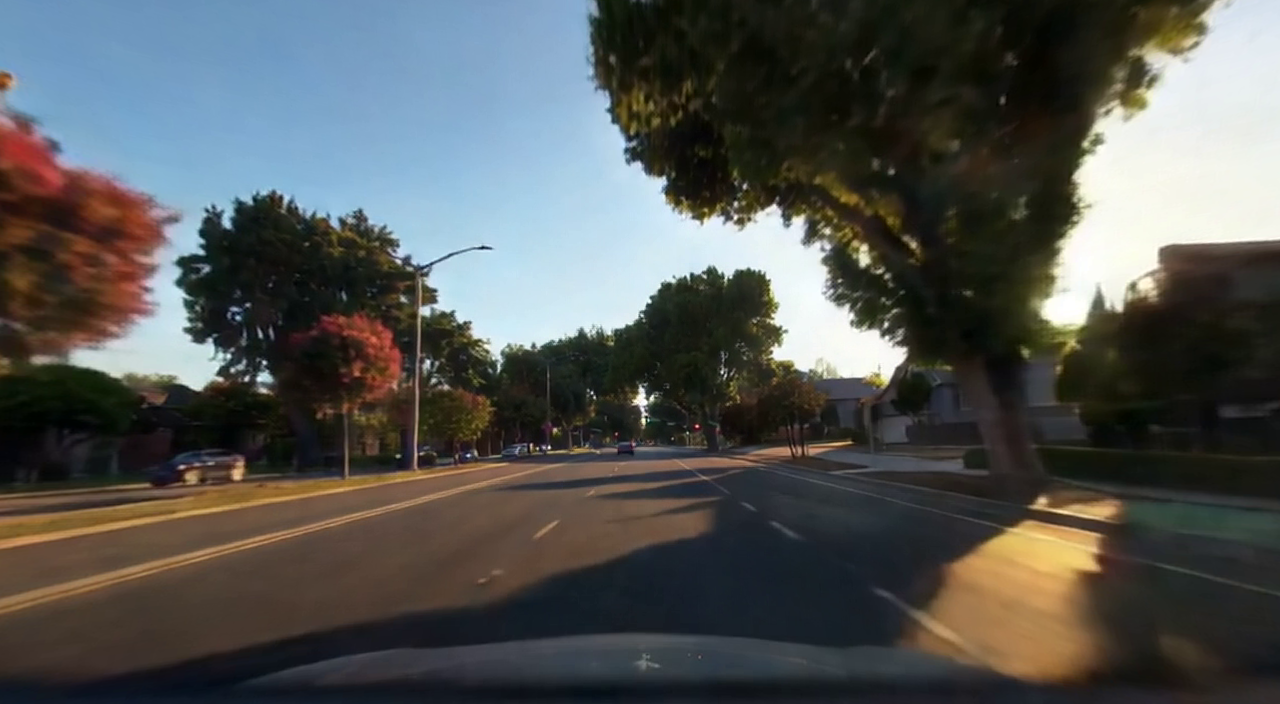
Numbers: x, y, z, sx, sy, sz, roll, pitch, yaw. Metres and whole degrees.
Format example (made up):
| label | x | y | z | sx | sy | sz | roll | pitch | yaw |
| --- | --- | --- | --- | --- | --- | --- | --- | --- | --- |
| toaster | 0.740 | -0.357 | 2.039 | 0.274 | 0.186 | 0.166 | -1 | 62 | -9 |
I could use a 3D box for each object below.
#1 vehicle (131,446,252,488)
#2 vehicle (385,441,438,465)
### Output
| label | x | y | z | sx | sy | sz | roll | pitch | yaw |
| --- | --- | --- | --- | --- | --- | --- | --- | --- | --- |
| vehicle | -20.369 | 5.186 | 28.918 | 2.103 | 1.731 | 4.598 | 0 | -9 | 1 |
| vehicle | -16.806 | 7.452 | 46.599 | 2.118 | 1.661 | 4.507 | -1 | -9 | 1 |
